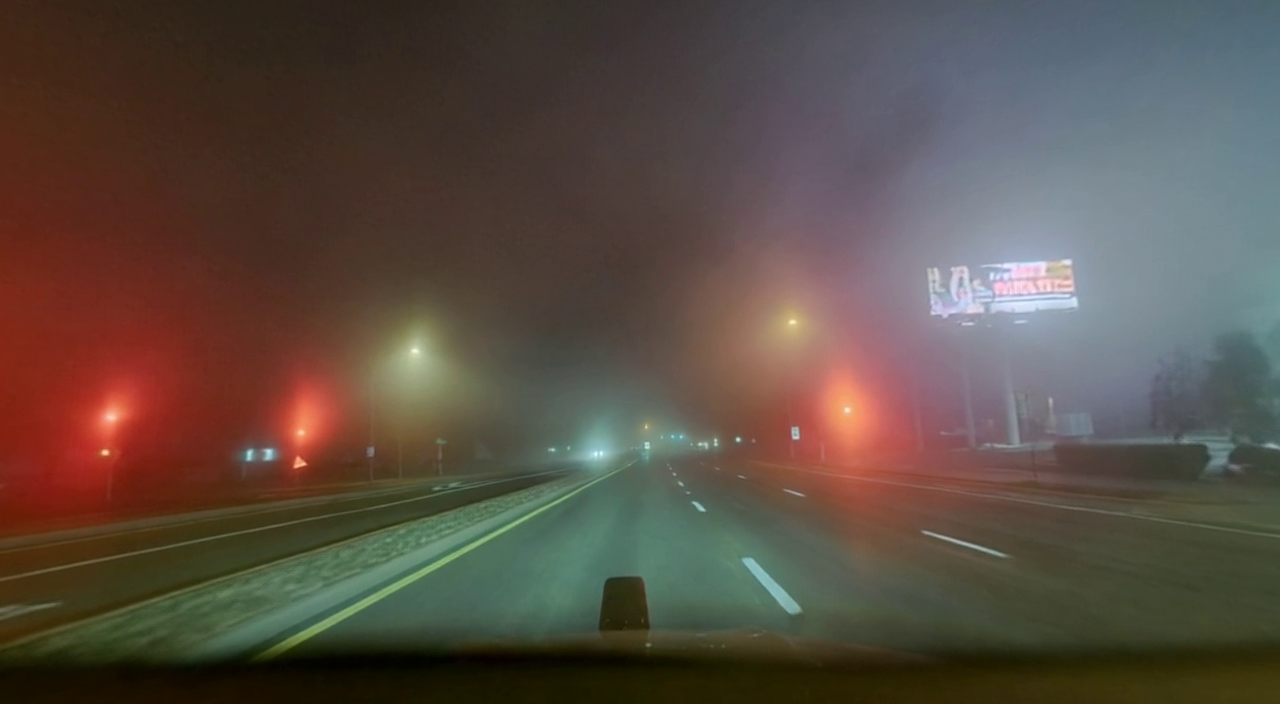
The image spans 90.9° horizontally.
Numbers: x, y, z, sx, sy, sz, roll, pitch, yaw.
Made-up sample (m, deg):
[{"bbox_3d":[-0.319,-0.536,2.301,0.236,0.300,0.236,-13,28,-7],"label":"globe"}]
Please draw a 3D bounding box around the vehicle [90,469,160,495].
[{"bbox_3d":[-36.837,9.309,45.222,1.736,1.540,3.854,0,-8,0],"label":"vehicle"}]
